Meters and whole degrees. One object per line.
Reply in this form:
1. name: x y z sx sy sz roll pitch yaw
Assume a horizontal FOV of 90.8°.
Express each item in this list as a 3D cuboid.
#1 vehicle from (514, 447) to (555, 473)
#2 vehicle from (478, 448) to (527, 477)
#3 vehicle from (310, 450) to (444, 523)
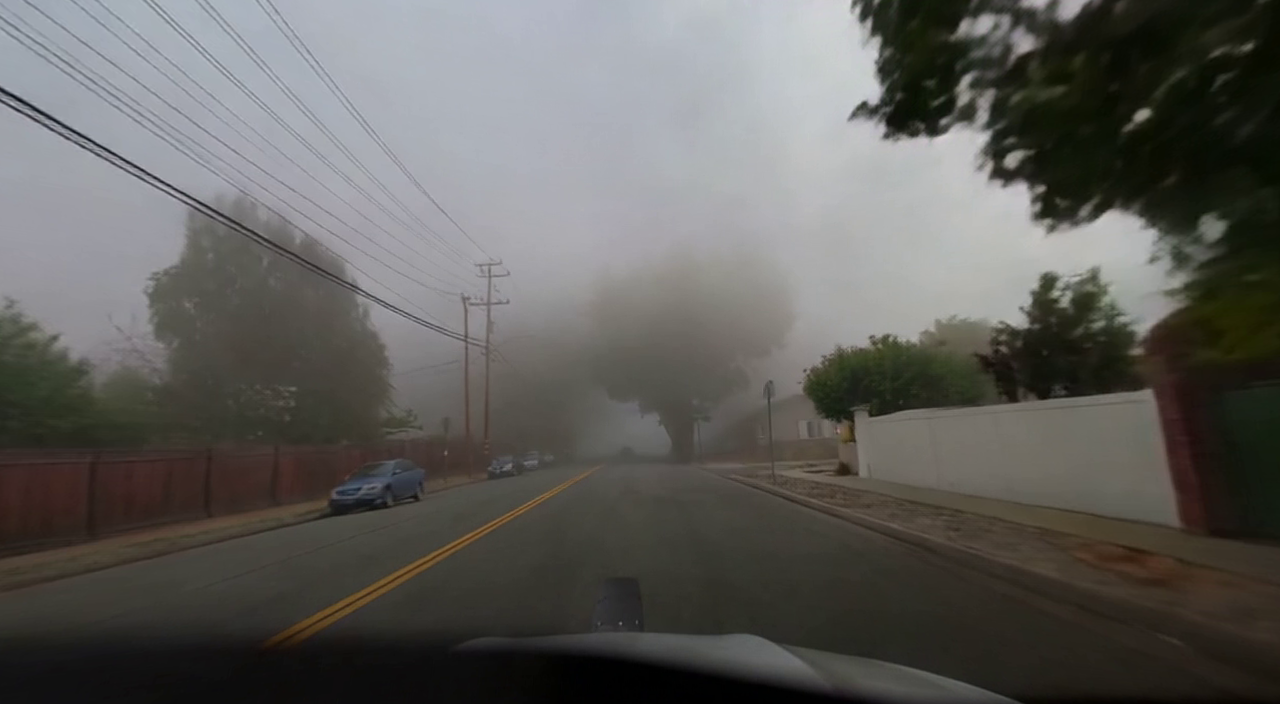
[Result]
1. vehicle: -7.612 7.804 46.098 1.839 1.494 4.757 -9 -9 2
2. vehicle: -7.757 6.271 35.997 1.949 1.512 3.818 0 -8 0
3. vehicle: -7.236 3.691 17.905 1.869 1.442 4.344 -9 -8 -1
